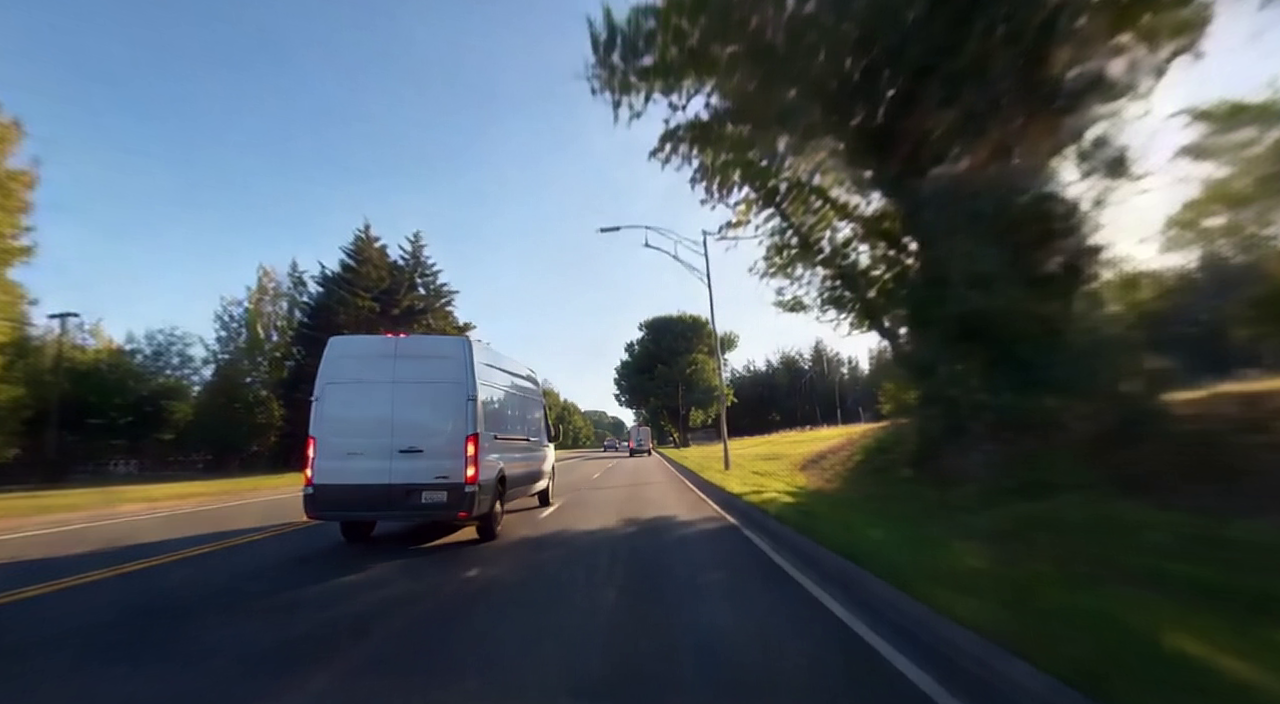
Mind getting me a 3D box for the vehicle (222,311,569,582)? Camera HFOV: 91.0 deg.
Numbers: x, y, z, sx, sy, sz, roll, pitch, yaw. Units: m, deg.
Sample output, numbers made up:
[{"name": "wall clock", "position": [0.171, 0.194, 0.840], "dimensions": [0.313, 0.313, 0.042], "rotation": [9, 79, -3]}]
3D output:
[{"name": "vehicle", "position": [-2.694, 1.314, 9.159], "dimensions": [2.497, 2.628, 6.016], "rotation": [0, -8, 1]}]
